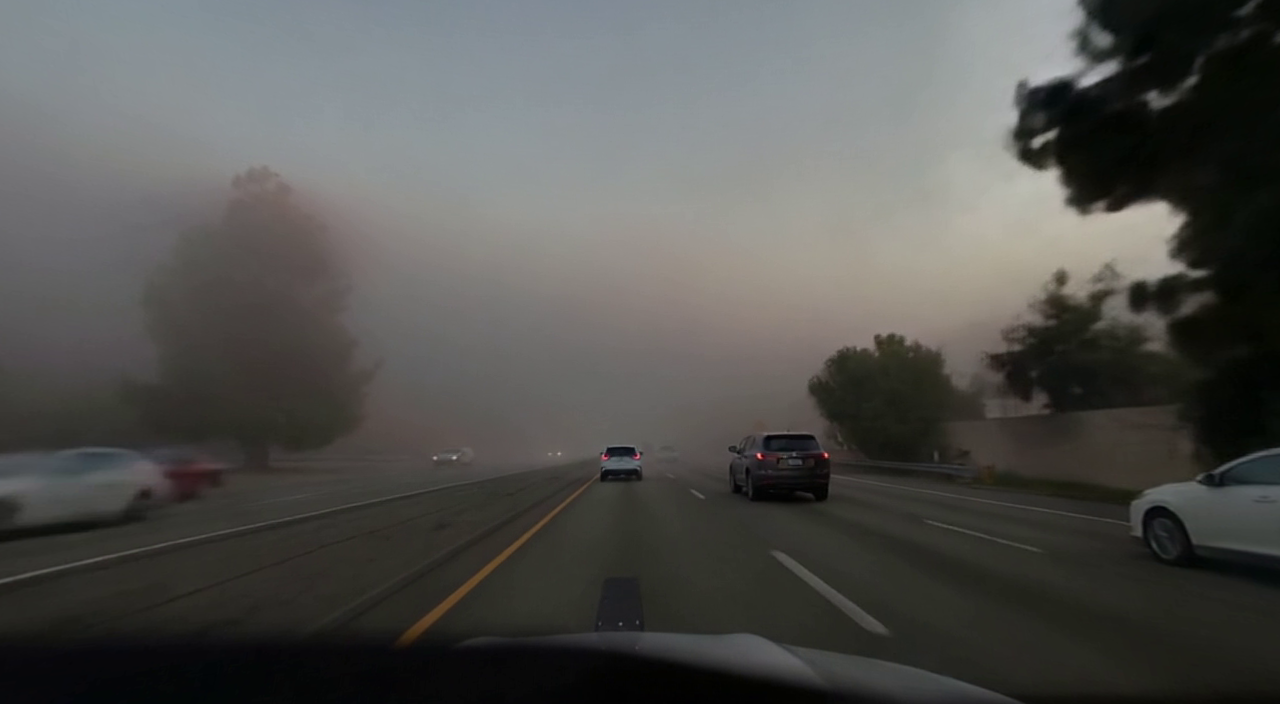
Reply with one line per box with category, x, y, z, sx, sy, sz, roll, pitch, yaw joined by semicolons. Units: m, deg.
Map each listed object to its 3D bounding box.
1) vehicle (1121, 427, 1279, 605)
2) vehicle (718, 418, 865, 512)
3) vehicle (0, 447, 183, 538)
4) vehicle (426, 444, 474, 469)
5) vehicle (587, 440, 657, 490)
vehicle;6.556;1.259;4.550;2.434;1.467;4.726;0;-8;-1
vehicle;3.288;2.576;14.848;2.186;1.842;4.553;0;-8;-2
vehicle;-11.464;2.569;12.151;2.022;1.447;4.427;0;-8;0
vehicle;-14.542;8.025;48.678;2.178;1.793;4.921;0;-8;0
vehicle;-0.540;3.585;20.448;2.040;1.451;3.736;0;-8;0
